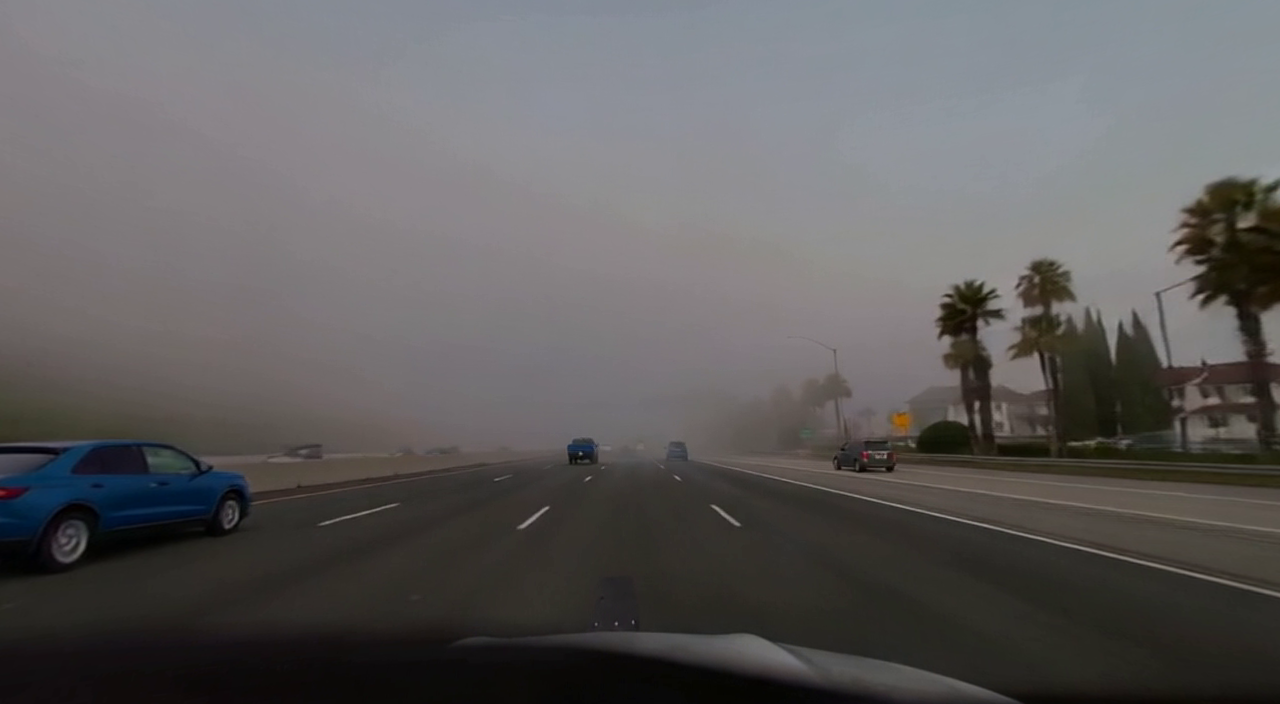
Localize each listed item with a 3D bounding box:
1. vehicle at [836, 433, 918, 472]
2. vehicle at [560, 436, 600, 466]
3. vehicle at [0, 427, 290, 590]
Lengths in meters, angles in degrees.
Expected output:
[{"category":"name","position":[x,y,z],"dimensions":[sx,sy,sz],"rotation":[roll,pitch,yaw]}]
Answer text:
[{"category":"vehicle","position":[11.768,5.025,31.769],"dimensions":[2.168,1.792,4.457],"rotation":[0,-9,-3]},{"category":"vehicle","position":[-4.059,6.807,43.427],"dimensions":[2.225,1.967,4.673],"rotation":[0,-9,1]},{"category":"vehicle","position":[-6.902,1.791,8.043],"dimensions":[2.018,1.480,4.999],"rotation":[0,-9,0]}]
